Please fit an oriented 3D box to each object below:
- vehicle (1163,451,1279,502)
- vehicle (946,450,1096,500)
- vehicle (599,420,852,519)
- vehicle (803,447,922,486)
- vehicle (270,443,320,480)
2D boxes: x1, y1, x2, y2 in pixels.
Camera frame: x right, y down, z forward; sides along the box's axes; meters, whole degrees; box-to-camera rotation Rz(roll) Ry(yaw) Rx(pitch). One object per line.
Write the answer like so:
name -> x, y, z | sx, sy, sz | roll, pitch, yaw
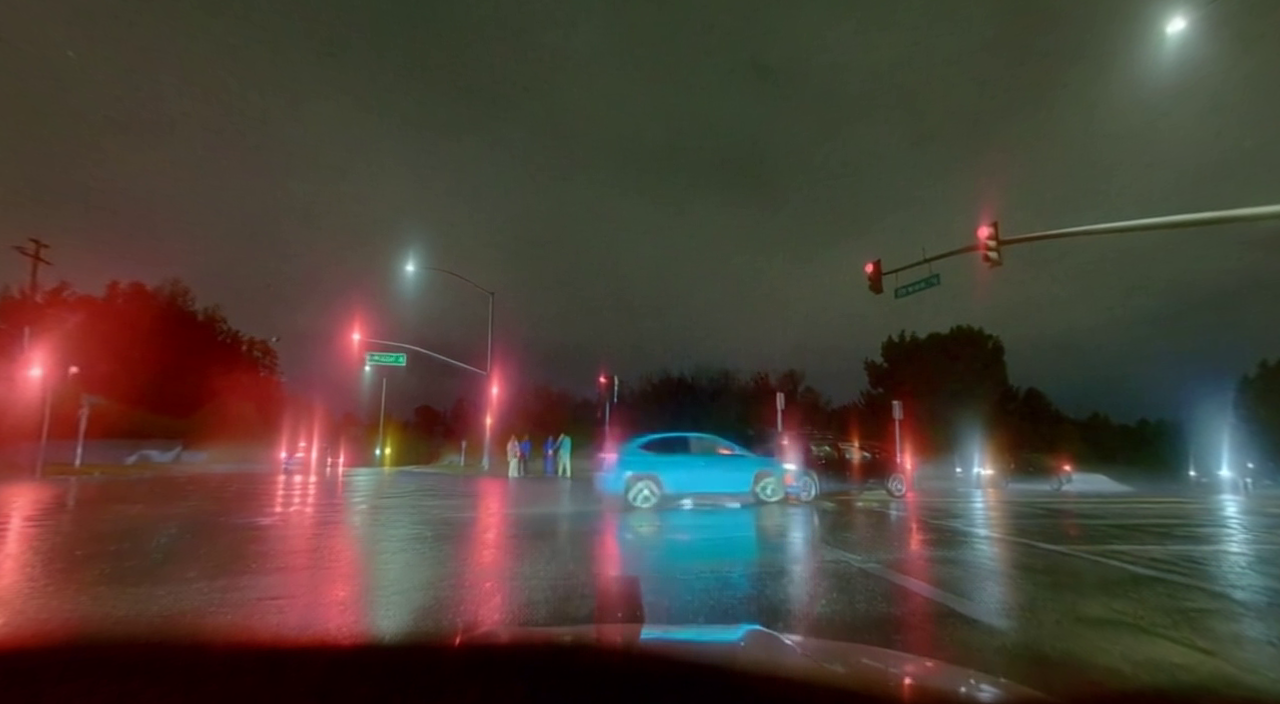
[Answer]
vehicle -> 23.410, 4.854, 24.757 | 4.322, 1.522, 1.795 | -3, -9, -11
vehicle -> 14.062, 4.494, 23.362 | 4.356, 1.498, 1.957 | -2, -8, -8
vehicle -> 1.667, 2.343, 12.867 | 4.633, 1.739, 2.090 | 3, -9, -17
vehicle -> 9.661, 4.970, 27.497 | 4.537, 1.608, 1.827 | 2, -9, -10
vehicle -> -20.517, 6.481, 37.698 | 2.243, 2.011, 5.631 | 5, -10, -26
